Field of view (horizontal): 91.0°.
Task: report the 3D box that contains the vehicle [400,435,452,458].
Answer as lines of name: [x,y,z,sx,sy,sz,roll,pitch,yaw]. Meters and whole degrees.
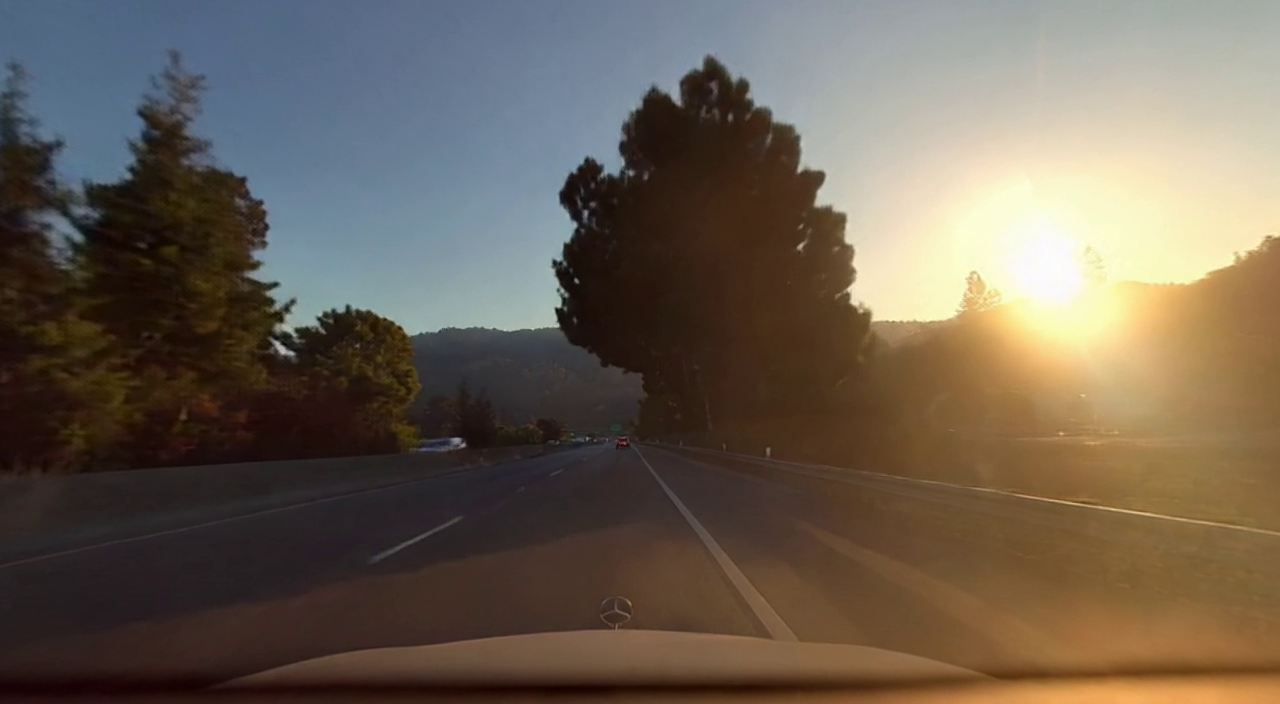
vehicle: [-14.234,6.295,42.127,2.160,1.474,4.150,0,-8,-2]
